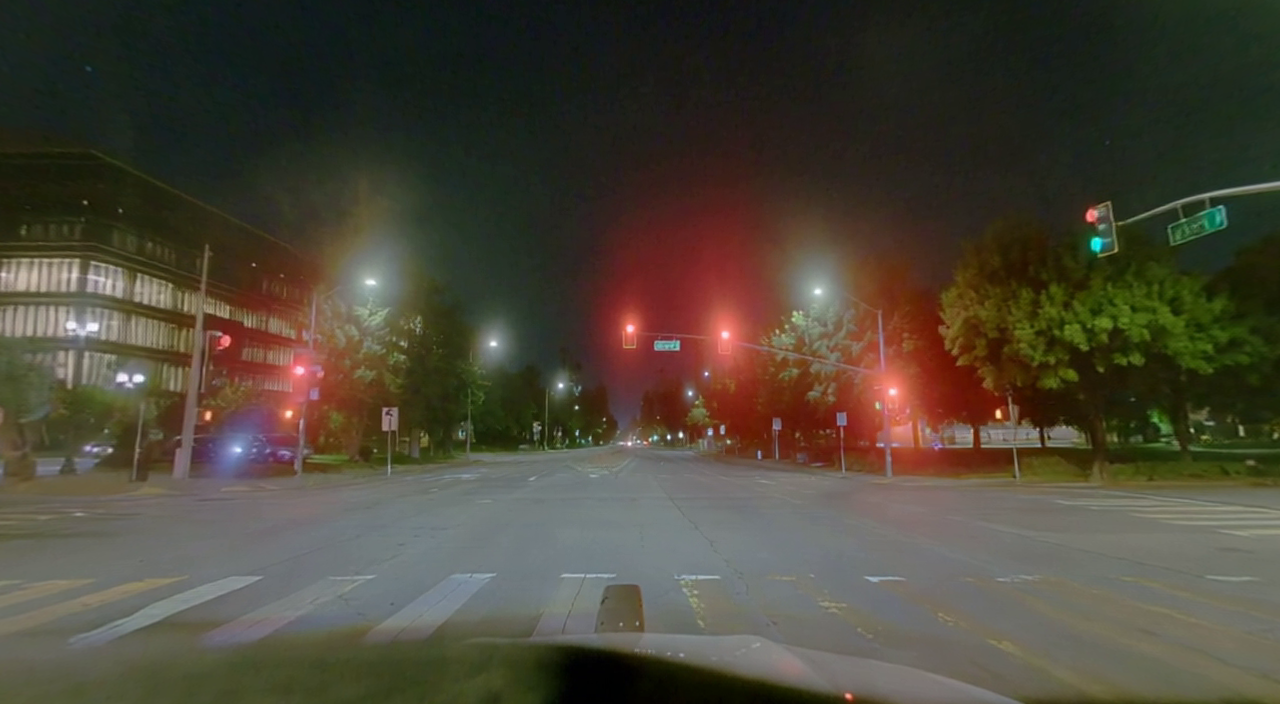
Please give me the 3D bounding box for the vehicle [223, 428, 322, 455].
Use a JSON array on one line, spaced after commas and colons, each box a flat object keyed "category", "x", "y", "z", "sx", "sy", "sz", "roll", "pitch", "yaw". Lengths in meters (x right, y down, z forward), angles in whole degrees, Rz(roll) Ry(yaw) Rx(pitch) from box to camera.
[{"category": "vehicle", "x": -22.411, "y": 5.508, "z": 38.709, "sx": 4.765, "sy": 1.593, "sz": 1.891, "roll": 1, "pitch": -9, "yaw": -8}]
